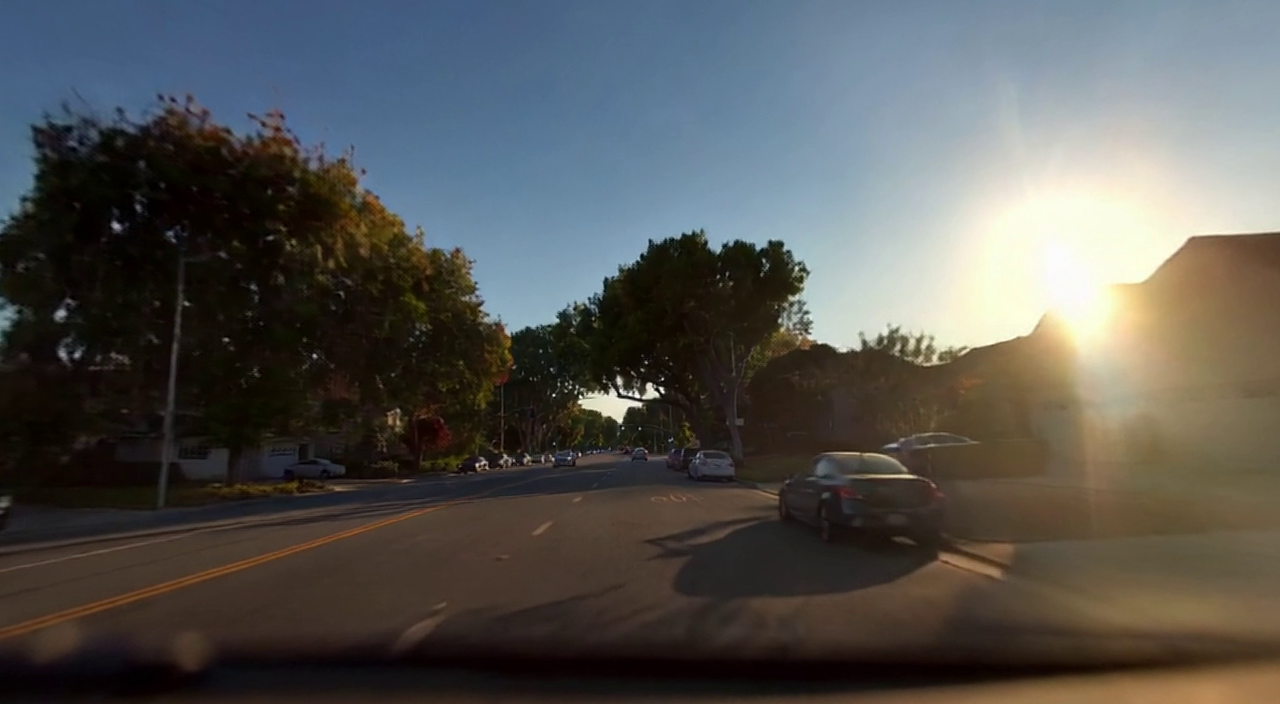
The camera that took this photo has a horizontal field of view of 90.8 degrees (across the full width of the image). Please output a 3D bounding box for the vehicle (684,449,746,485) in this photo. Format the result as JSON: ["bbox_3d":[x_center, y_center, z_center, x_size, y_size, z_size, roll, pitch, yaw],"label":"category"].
[{"bbox_3d":[3.316,5.224,29.030,2.158,1.477,5.135,0,-9,0],"label":"vehicle"}]

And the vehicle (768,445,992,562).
[{"bbox_3d":[3.527,2.289,10.375,2.009,1.468,4.414,0,-9,1],"label":"vehicle"}]

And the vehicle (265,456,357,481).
[{"bbox_3d":[-21.306,7.576,41.083,4.870,1.529,2.004,0,-9,0],"label":"vehicle"}]
